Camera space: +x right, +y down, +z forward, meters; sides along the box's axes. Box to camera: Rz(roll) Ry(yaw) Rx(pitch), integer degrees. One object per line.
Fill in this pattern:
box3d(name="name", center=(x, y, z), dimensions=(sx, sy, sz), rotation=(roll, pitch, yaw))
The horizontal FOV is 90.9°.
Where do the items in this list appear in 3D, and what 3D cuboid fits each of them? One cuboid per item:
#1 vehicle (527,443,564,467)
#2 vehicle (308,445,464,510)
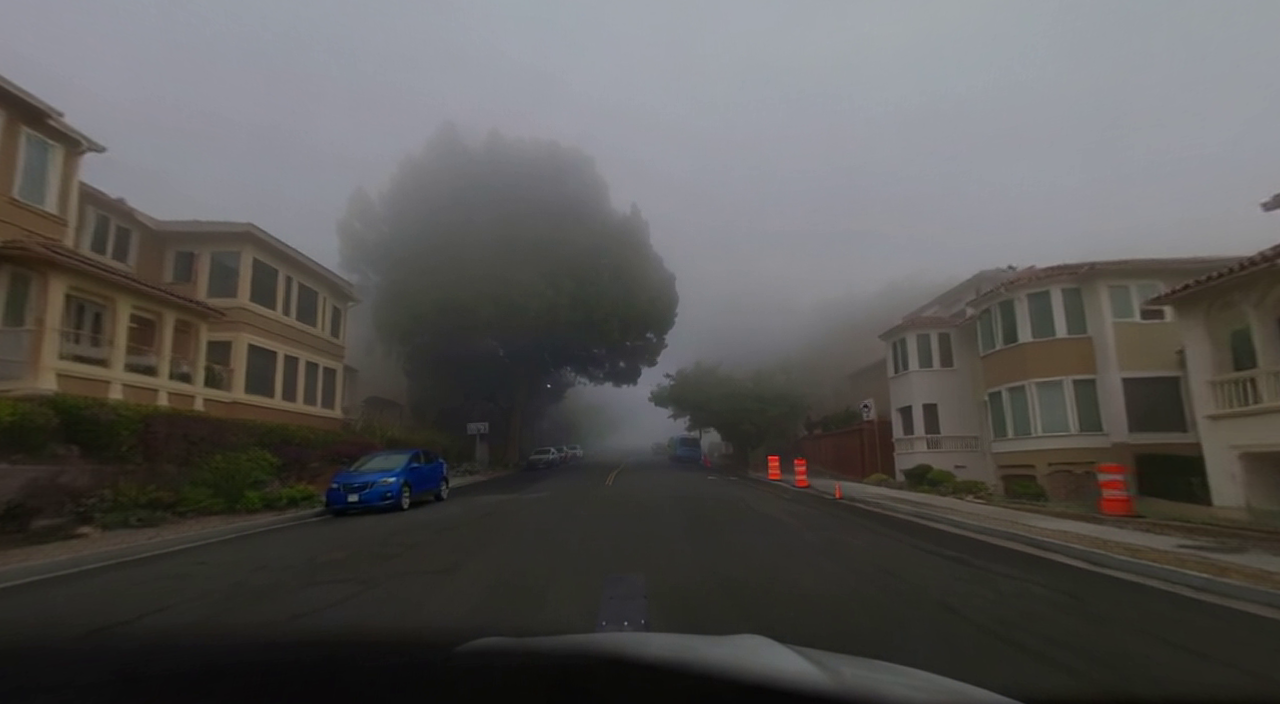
box3d(name="vehicle", center=(-6.562, 7.184, 44.119), dimensions=(1.957, 1.608, 4.476), rotation=(0, -9, -1))
box3d(name="vehicle", center=(-6.476, 3.232, 16.775), dimensions=(2.137, 1.481, 4.503), rotation=(0, -9, 2))
